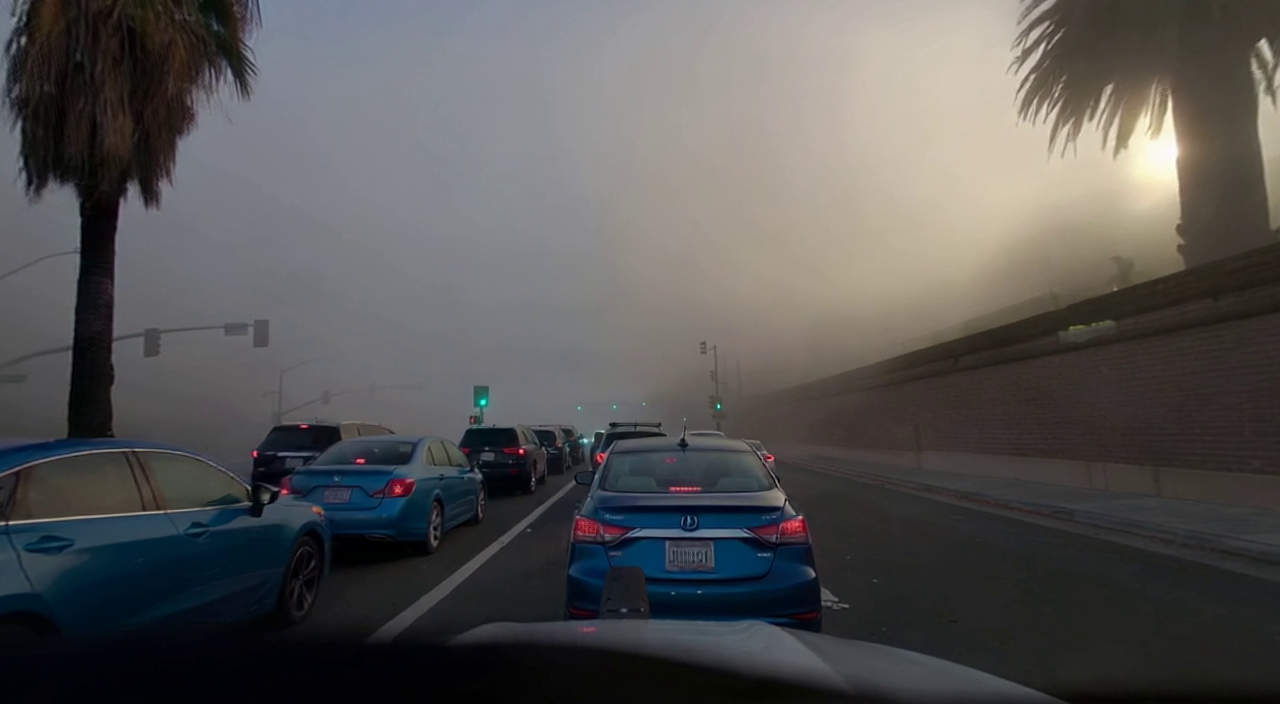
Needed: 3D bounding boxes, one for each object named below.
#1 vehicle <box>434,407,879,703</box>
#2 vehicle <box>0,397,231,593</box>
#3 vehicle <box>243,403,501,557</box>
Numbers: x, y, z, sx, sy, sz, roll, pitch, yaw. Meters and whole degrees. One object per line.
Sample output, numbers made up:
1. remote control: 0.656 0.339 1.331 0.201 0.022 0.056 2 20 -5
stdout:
1. vehicle: 0.040 1.327 5.212 2.128 1.473 4.272 0 -8 -1
2. vehicle: -6.672 1.391 6.396 1.963 1.721 4.662 0 -8 -2
3. vehicle: -3.518 1.769 9.299 2.055 1.746 4.136 0 -8 -1
